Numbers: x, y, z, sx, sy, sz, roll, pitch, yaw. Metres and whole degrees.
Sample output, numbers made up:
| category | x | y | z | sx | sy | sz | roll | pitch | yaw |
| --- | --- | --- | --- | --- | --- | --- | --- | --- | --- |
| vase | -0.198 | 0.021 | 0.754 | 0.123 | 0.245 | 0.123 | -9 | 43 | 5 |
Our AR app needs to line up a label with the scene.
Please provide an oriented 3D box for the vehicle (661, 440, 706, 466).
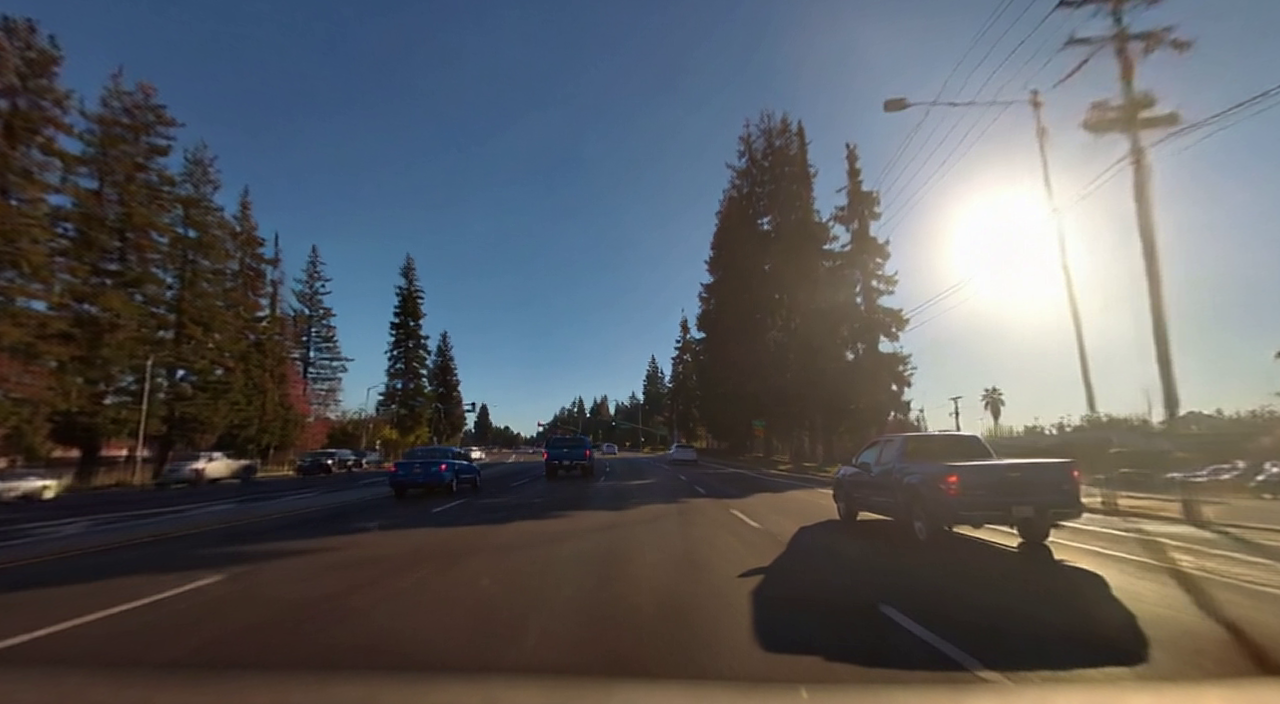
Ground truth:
| category | x | y | z | sx | sy | sz | roll | pitch | yaw |
| --- | --- | --- | --- | --- | --- | --- | --- | --- | --- |
| vehicle | 2.515 | 6.025 | 37.802 | 2.071 | 1.435 | 4.226 | 1 | -9 | -5 |

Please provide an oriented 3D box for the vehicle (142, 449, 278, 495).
| category | x | y | z | sx | sy | sz | roll | pitch | yaw |
| --- | --- | --- | --- | --- | --- | --- | --- | --- | --- |
| vehicle | -17.714 | 4.932 | 26.430 | 2.108 | 1.709 | 5.041 | 0 | -9 | 0 |

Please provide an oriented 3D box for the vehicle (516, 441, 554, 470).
| category | x | y | z | sx | sy | sz | roll | pitch | yaw |
| --- | --- | --- | --- | --- | --- | --- | --- | --- | --- |
| vehicle | -7.606 | 7.579 | 46.052 | 2.169 | 1.865 | 4.739 | 4 | -11 | -4 |

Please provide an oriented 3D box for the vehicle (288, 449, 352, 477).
| category | x | y | z | sx | sy | sz | roll | pitch | yaw |
| --- | --- | --- | --- | --- | --- | --- | --- | --- | --- |
| vehicle | -21.163 | 7.344 | 42.035 | 2.035 | 1.706 | 4.197 | 0 | -8 | 0 |

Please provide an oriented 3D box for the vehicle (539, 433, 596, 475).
| category | x | y | z | sx | sy | sz | roll | pitch | yaw |
| --- | --- | --- | --- | --- | --- | --- | --- | --- | --- |
| vehicle | -3.640 | 5.271 | 32.928 | 2.467 | 1.991 | 6.089 | 0 | -8 | -2 |

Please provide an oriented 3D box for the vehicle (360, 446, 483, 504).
| category | x | y | z | sx | sy | sz | roll | pitch | yaw |
| --- | --- | --- | --- | --- | --- | --- | --- | --- | --- |
| vehicle | -6.353 | 3.590 | 19.051 | 2.035 | 1.497 | 4.723 | 0 | -8 | 0 |

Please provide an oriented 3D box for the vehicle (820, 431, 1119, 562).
| category | x | y | z | sx | sy | sz | roll | pitch | yaw |
| --- | --- | --- | --- | --- | --- | --- | --- | --- | --- |
| vehicle | 4.307 | 1.937 | 9.317 | 1.840 | 1.428 | 4.602 | 0 | -8 | -1 |
